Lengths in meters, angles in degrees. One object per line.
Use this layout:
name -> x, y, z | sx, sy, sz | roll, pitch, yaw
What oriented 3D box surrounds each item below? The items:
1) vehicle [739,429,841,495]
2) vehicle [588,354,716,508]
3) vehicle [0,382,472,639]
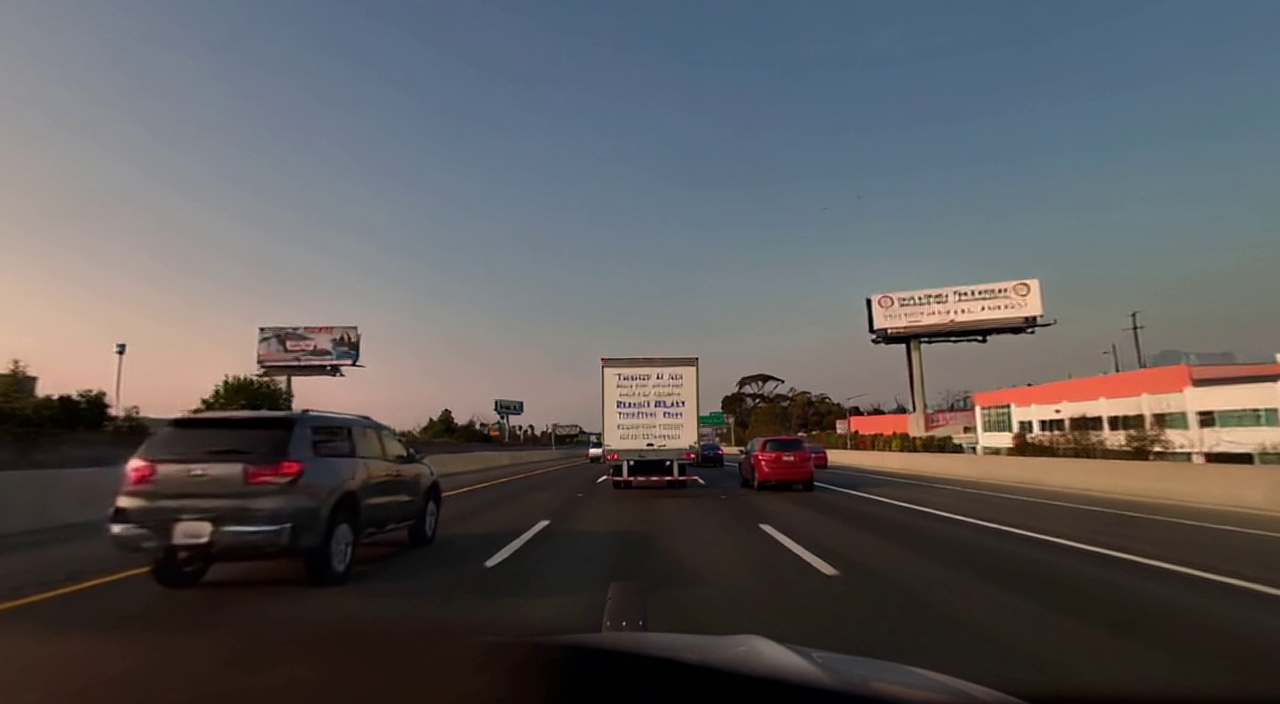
vehicle -> 4.316, 3.225, 18.849 | 1.986, 1.718, 4.296 | 0, -8, 0
vehicle -> 0.368, 2.307, 17.897 | 2.733, 3.296, 8.571 | -1, -8, 2
vehicle -> -3.498, 1.435, 6.711 | 2.133, 1.808, 4.349 | 0, -8, 1
